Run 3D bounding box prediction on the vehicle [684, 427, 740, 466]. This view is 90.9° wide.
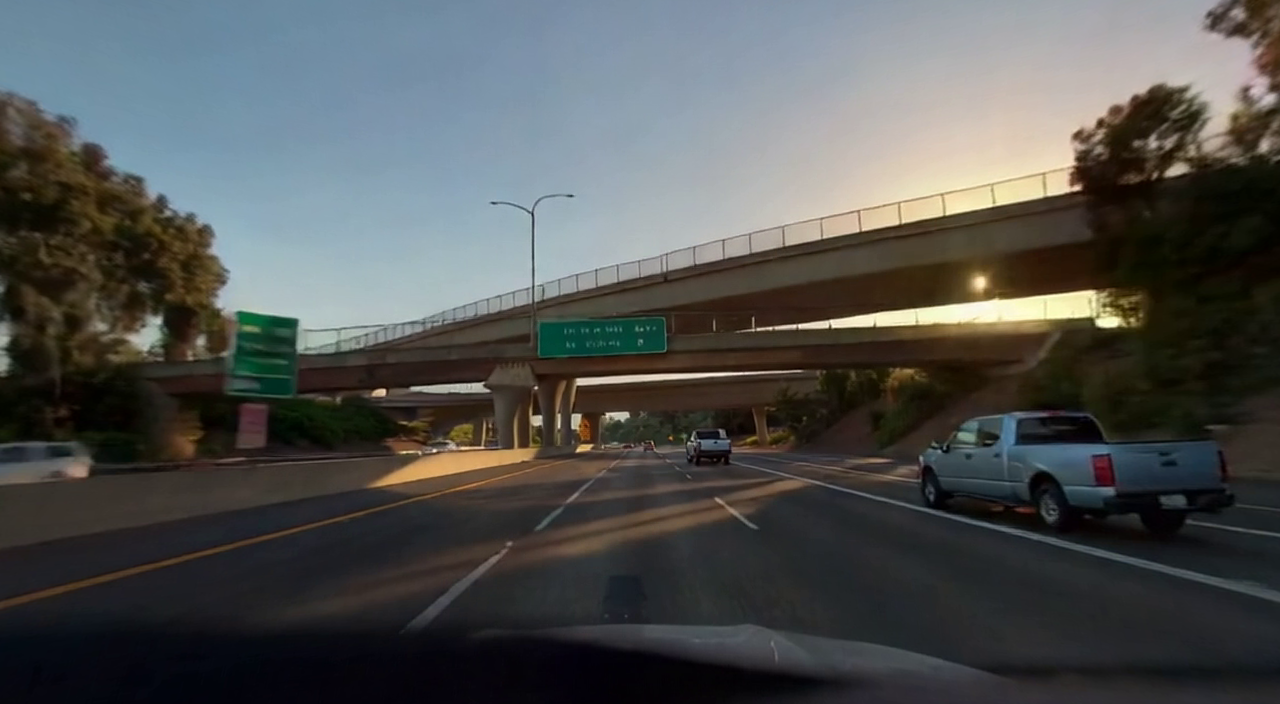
[{"bbox_3d":[4.021,5.426,36.171,2.505,2.020,5.532,0,-8,0],"label":"vehicle"}]
